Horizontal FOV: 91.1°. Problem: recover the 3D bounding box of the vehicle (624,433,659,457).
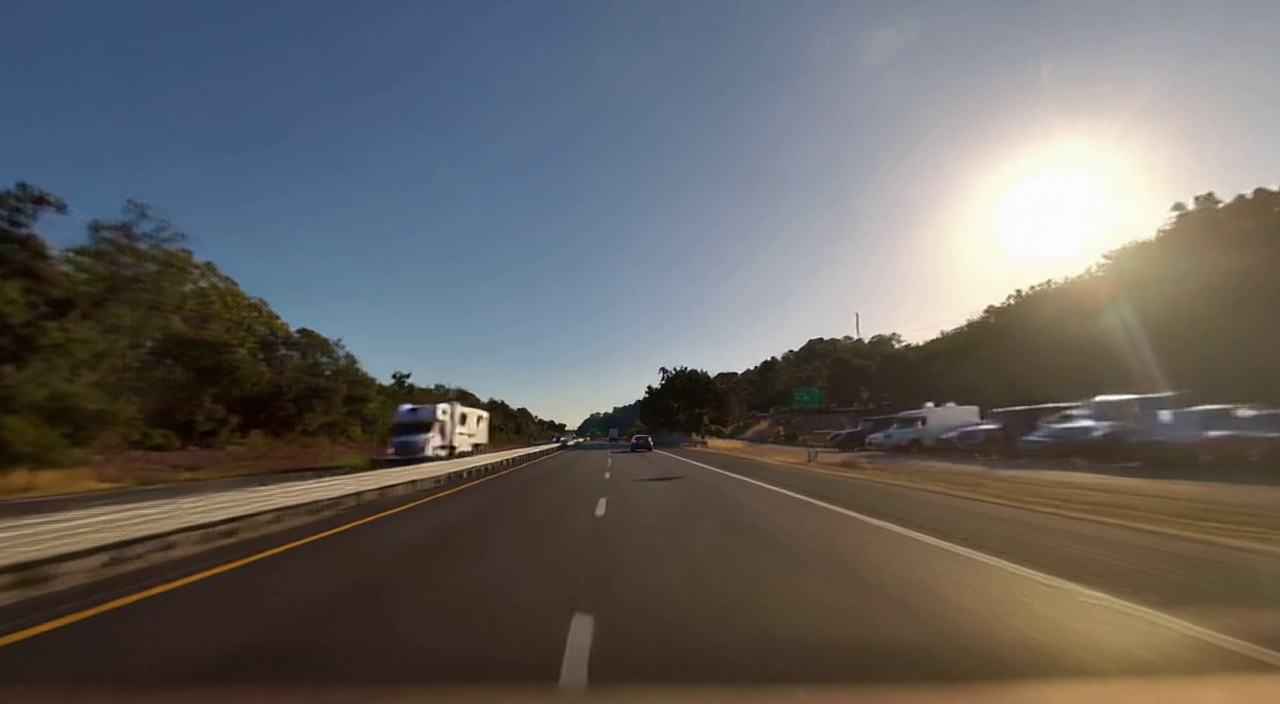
[{"bbox_3d":[0.053,6.062,41.128,2.037,1.504,4.248,0,-8,-3],"label":"vehicle"}]
